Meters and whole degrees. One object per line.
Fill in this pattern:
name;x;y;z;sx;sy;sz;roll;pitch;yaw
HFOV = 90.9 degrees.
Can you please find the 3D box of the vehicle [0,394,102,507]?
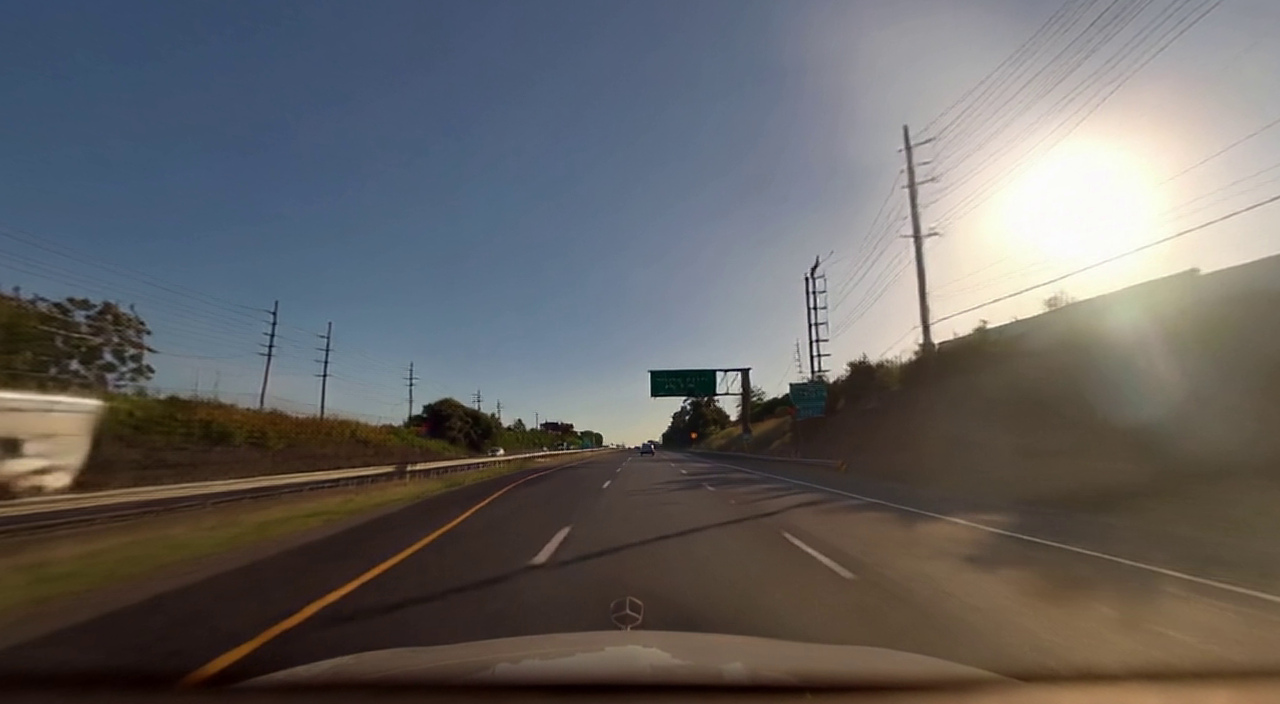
vehicle;-20.974;2.812;17.941;2.949;3.403;9.367;0;-8;0
